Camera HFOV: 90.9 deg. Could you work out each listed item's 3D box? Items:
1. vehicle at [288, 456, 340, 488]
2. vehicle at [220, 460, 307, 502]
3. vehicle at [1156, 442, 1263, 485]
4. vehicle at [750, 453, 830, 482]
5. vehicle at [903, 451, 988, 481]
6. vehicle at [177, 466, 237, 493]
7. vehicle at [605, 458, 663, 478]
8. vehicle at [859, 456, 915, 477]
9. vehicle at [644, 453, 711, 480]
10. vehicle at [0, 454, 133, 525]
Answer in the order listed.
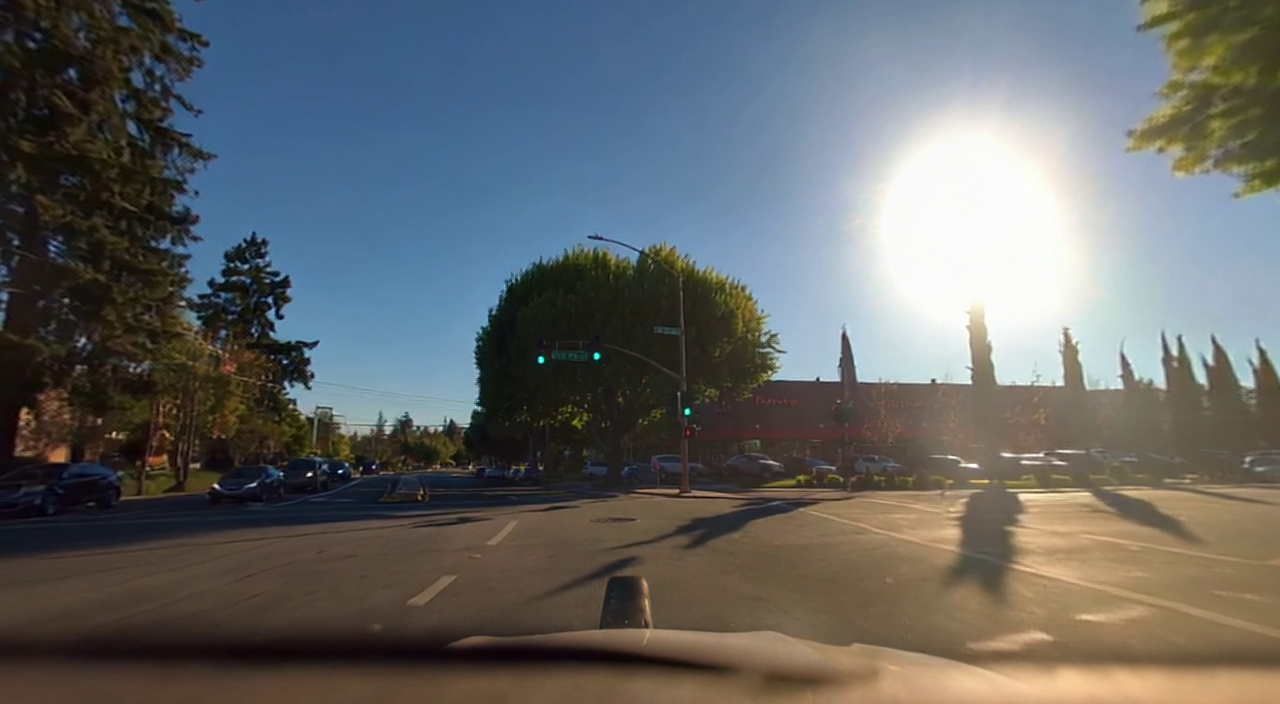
[{"bbox_3d":[-20.747,7.618,40.343,2.049,1.817,5.292,3,-9,-18],"label":"vehicle"},{"bbox_3d":[-15.915,5.432,26.929,1.961,1.492,4.702,2,-9,-16],"label":"vehicle"},{"bbox_3d":[26.935,5.208,29.790,4.781,1.849,2.355,5,-10,-32],"label":"vehicle"},{"bbox_3d":[9.303,7.123,39.082,4.375,1.685,2.045,3,-9,-20],"label":"vehicle"},{"bbox_3d":[18.490,6.862,38.144,4.530,1.696,1.979,3,-9,-22],"label":"vehicle"},{"bbox_3d":[-28.000,8.252,40.896,1.842,1.474,4.712,3,-9,-18],"label":"vehicle"},{"bbox_3d":[-0.477,9.119,49.603,4.257,1.474,1.751,4,-10,-27],"label":"vehicle"},{"bbox_3d":[18.735,8.673,47.730,4.324,1.437,1.865,6,-11,-35],"label":"vehicle"},{"bbox_3d":[2.699,8.120,44.996,4.669,1.770,1.896,6,-11,-37],"label":"vehicle"},{"bbox_3d":[-17.717,3.978,18.748,2.124,1.793,4.709,2,-9,-13],"label":"vehicle"}]
